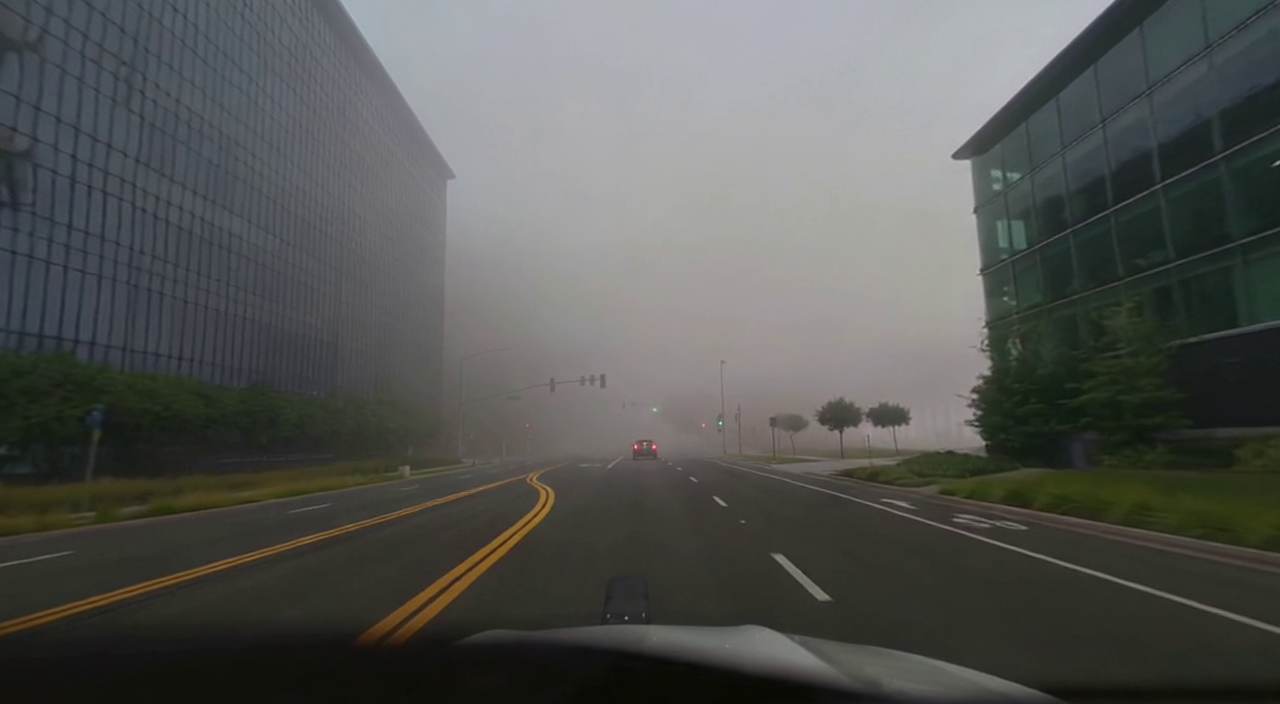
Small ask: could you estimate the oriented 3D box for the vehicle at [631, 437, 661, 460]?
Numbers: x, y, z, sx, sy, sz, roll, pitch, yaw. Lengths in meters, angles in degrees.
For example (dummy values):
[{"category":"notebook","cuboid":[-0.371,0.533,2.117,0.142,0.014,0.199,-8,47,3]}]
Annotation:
[{"category":"vehicle","cuboid":[0.428,7.418,48.399,2.184,1.640,4.086,1,-9,-1]}]
